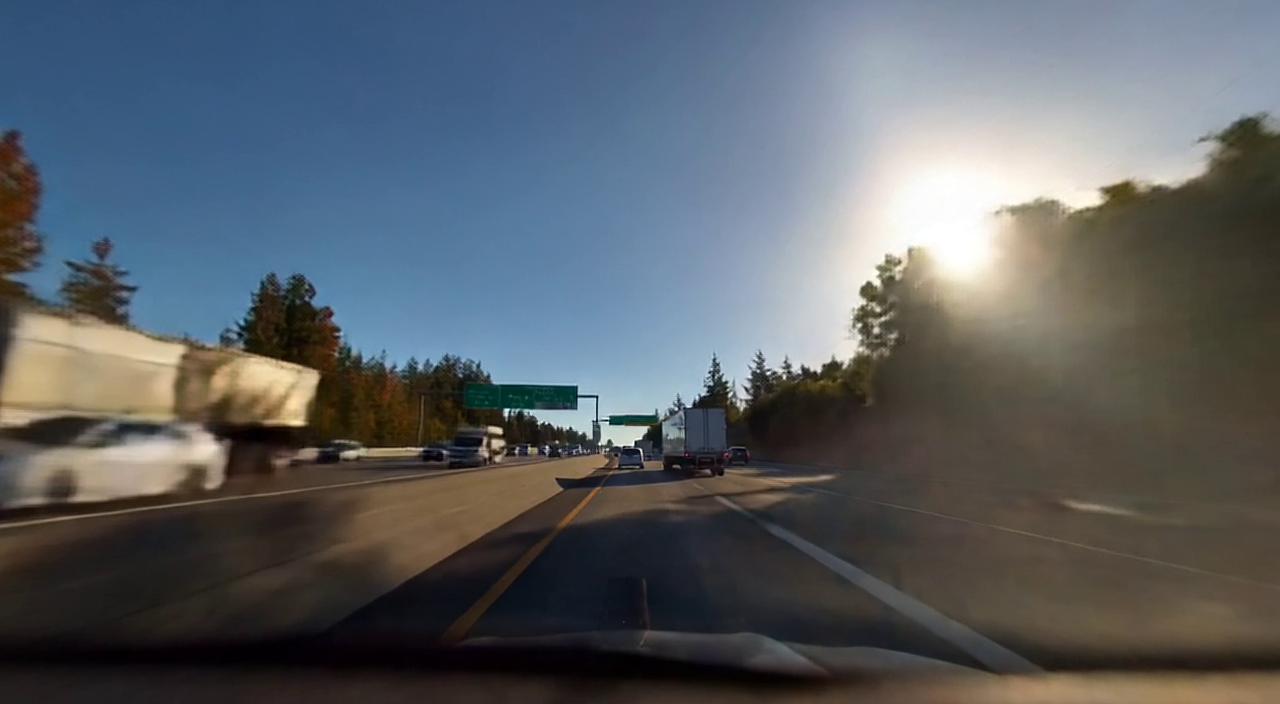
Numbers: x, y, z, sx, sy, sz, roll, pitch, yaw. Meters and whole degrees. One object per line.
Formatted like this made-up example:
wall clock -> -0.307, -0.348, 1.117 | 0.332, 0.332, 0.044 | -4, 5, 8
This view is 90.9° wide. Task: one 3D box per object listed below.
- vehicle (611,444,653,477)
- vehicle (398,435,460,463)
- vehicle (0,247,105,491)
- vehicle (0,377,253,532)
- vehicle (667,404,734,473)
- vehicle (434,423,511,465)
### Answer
vehicle -> -0.443, 5.786, 33.752 | 2.111, 1.599, 3.859 | 0, -9, -1
vehicle -> -11.844, 5.488, 35.689 | 1.979, 1.491, 4.502 | 0, -9, -1
vehicle -> -11.731, -0.257, 6.622 | 2.937, 3.843, 10.296 | 0, -9, 1
vehicle -> -7.212, 1.190, 7.353 | 1.993, 1.486, 5.318 | 0, -9, 0
vehicle -> 3.837, 6.106, 43.701 | 2.931, 4.009, 12.800 | 0, -9, -2
vehicle -> -7.576, 4.279, 29.103 | 2.099, 1.725, 5.303 | 0, -9, 0
